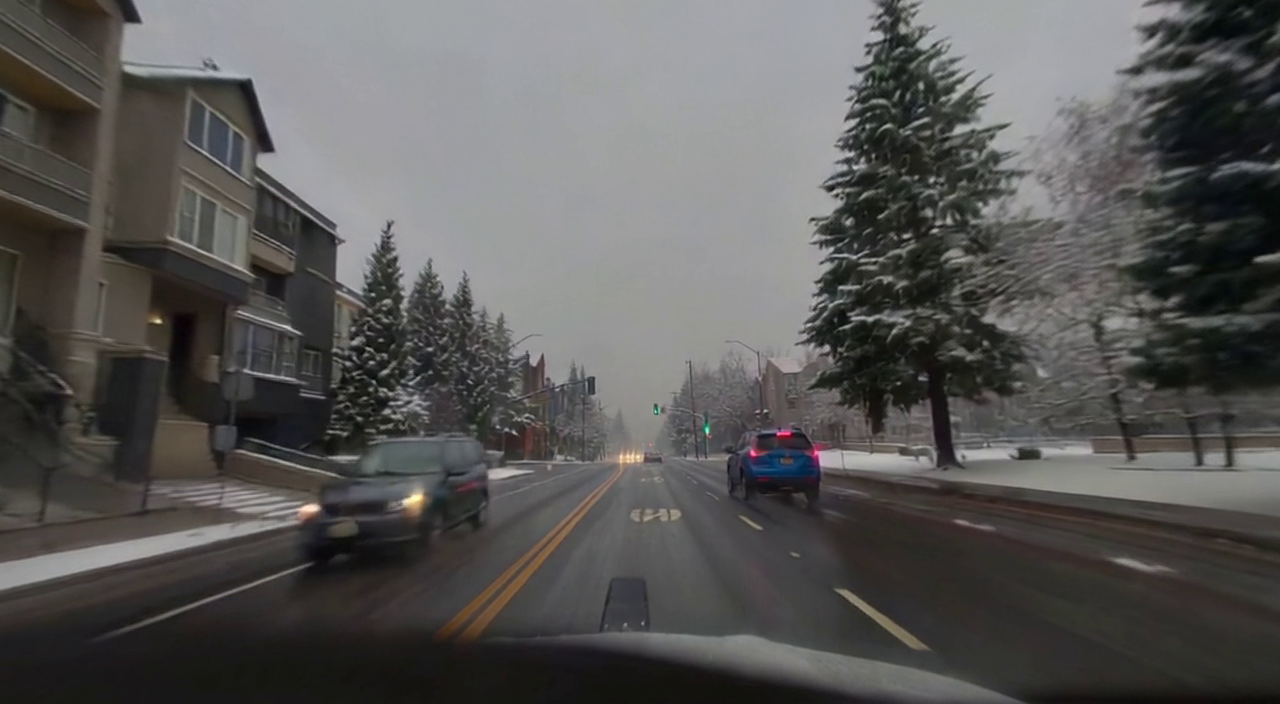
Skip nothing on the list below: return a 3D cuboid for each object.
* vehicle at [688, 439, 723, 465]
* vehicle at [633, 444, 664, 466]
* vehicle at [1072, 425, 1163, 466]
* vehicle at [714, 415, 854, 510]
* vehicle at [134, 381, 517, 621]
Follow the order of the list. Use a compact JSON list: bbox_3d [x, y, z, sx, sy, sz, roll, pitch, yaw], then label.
[{"bbox_3d":[4.780,7.389,46.689,2.335,1.794,4.898,-1,-9,4],"label":"vehicle"},{"bbox_3d":[0.577,7.455,45.787,2.097,1.463,4.043,-1,-9,0],"label":"vehicle"},{"bbox_3d":[21.425,4.156,28.212,4.704,1.447,1.990,2,-10,-39],"label":"vehicle"},{"bbox_3d":[3.164,2.578,15.048,2.130,1.863,4.844,0,-9,0],"label":"vehicle"},{"bbox_3d":[-3.067,1.600,7.740,2.110,1.936,5.020,-1,-9,0],"label":"vehicle"}]
